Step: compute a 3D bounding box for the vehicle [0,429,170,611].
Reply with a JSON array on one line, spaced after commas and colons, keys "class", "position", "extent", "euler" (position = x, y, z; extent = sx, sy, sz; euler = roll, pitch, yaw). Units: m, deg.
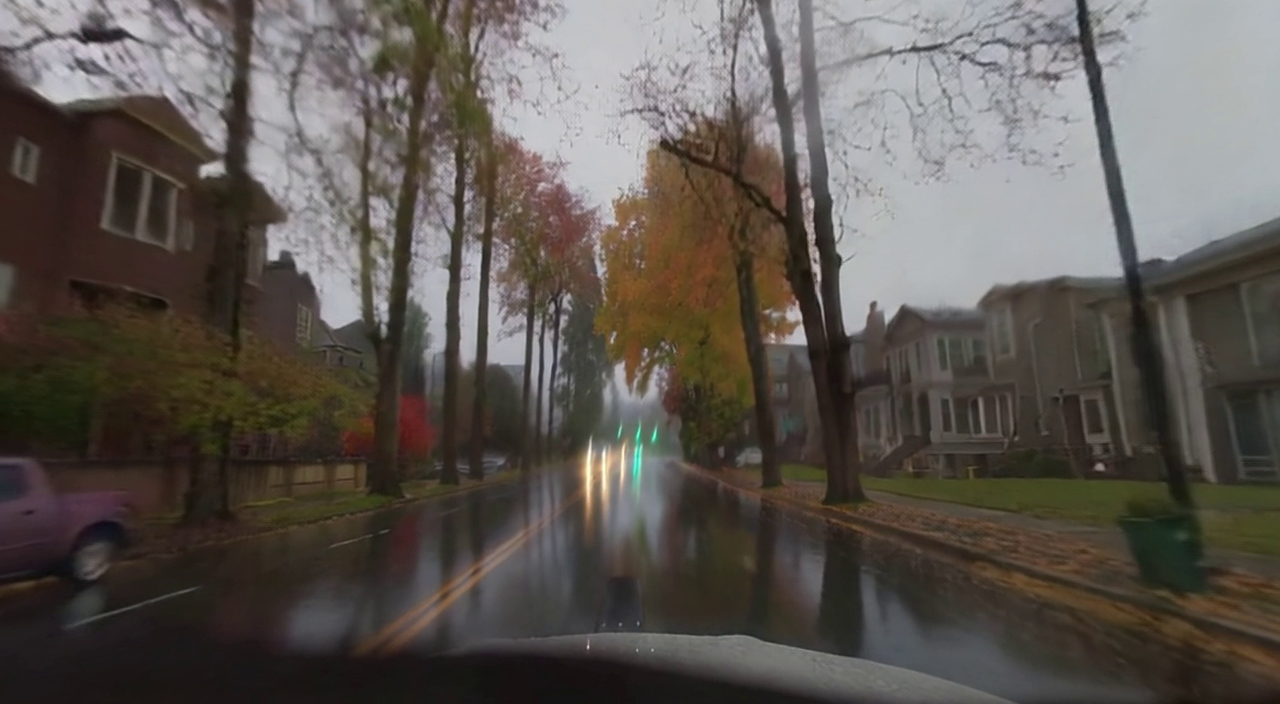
[{"class": "vehicle", "position": [-7.230, 1.545, 5.546], "extent": [2.129, 1.730, 5.544], "euler": [-1, -11, -3]}]
